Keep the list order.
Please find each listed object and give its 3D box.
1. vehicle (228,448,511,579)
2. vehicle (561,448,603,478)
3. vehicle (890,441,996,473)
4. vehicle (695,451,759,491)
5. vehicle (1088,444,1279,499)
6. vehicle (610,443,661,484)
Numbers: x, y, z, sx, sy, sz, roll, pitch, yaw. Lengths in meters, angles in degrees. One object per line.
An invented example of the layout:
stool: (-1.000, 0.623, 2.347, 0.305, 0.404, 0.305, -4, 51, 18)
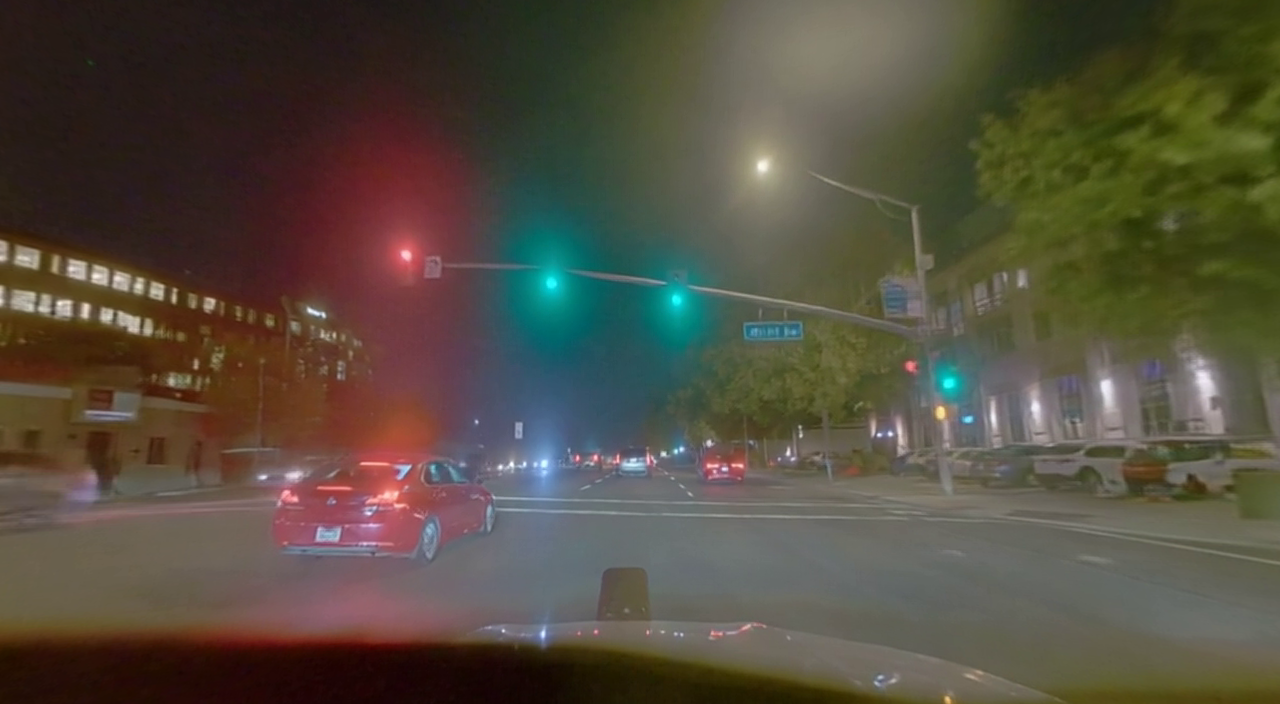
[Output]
vehicle: (-3.332, 2.037, 8.801, 2.115, 1.369, 3.908, 0, -9, 2)
vehicle: (-3.438, 6.680, 38.195, 2.130, 1.645, 3.995, 0, -9, 1)
vehicle: (16.797, 5.821, 35.081, 4.764, 1.717, 2.170, 0, -9, -2)
vehicle: (3.552, 4.933, 26.477, 2.058, 1.472, 4.317, 0, -9, 0)
vehicle: (16.092, 3.446, 18.428, 4.407, 1.492, 1.930, 0, -9, 2)
vehicle: (-0.191, 5.548, 31.750, 2.361, 1.898, 4.465, 0, -9, 0)
